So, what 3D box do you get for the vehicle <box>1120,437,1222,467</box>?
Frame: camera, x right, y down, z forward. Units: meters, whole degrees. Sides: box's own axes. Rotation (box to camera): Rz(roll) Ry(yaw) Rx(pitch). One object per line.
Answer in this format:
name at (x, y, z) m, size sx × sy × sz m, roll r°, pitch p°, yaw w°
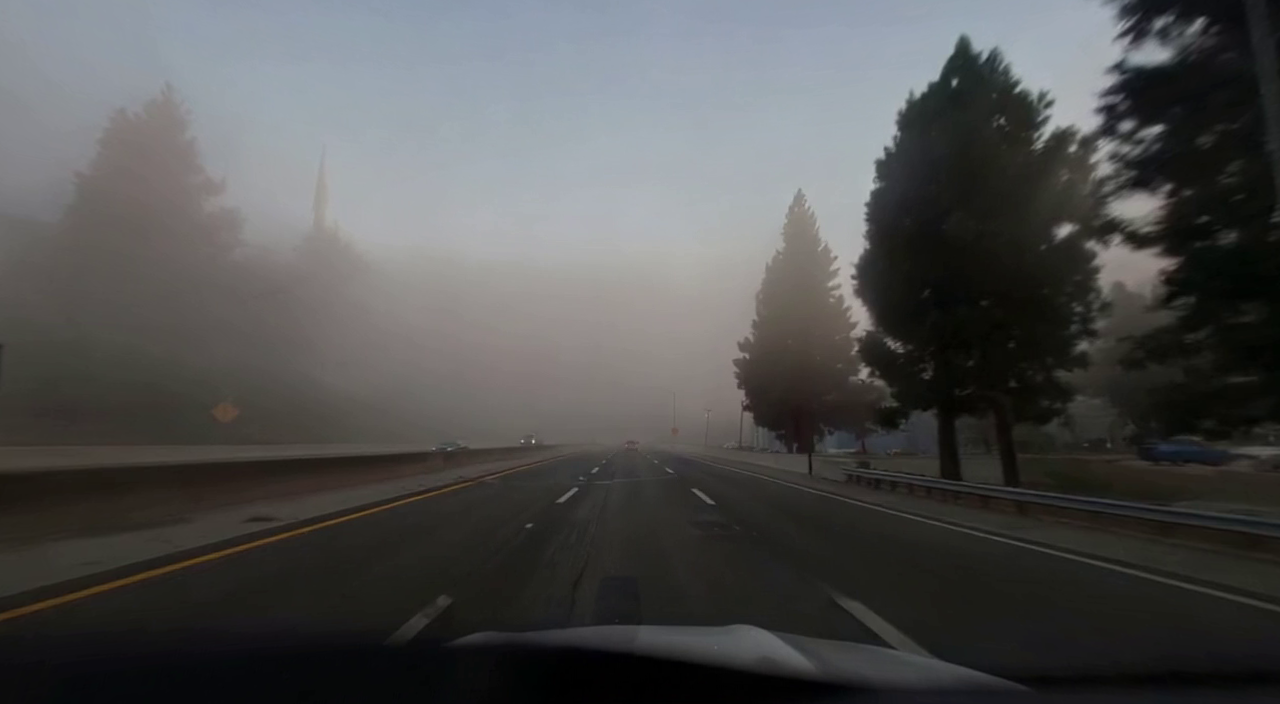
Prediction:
vehicle at (32.093, 6.032, 38.198) m, size 1.897 × 1.668 × 4.280 m, roll 1°, pitch -8°, yaw -14°
